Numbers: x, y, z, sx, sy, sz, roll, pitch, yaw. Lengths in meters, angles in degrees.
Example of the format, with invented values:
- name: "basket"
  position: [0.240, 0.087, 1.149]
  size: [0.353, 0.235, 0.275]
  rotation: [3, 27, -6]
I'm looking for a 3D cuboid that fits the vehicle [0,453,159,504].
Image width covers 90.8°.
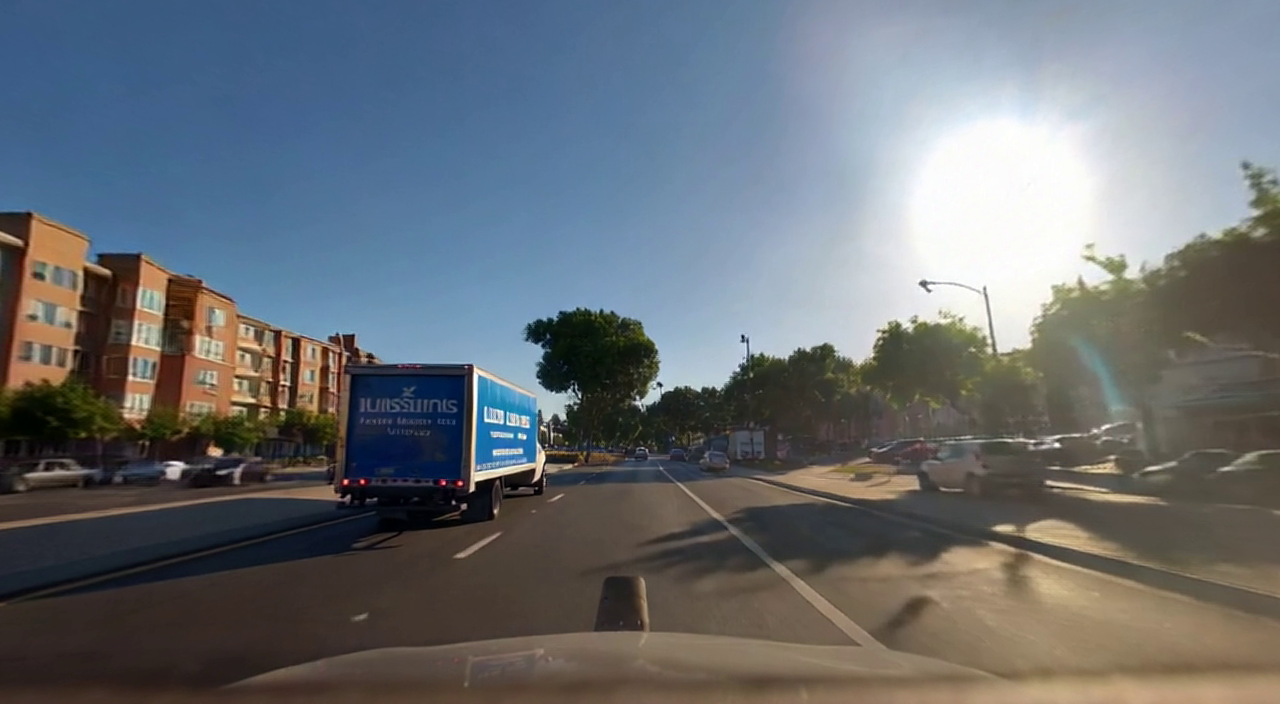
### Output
- name: "vehicle"
  position: [-19.835, 4.397, 22.421]
  size: [1.886, 1.553, 4.659]
  rotation: [0, -8, -1]

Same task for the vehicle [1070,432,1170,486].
- name: "vehicle"
  position: [16.435, 3.624, 21.562]
  size: [4.218, 1.622, 1.930]
  rotation: [9, -12, -43]

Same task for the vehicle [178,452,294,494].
- name: "vehicle"
  position: [-16.266, 4.837, 25.764]
  size: [1.822, 1.479, 4.578]
  rotation: [0, -8, -3]

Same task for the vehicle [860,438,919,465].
- name: "vehicle"
  position: [16.917, 6.734, 42.734]
  size: [4.333, 1.698, 1.959]
  rotation: [8, -11, -43]

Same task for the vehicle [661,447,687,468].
- name: "vehicle"
  position: [2.600, 8.090, 48.651]
  size: [1.878, 1.534, 4.120]
  rotation: [-1, -8, 2]

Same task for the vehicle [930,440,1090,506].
- name: "vehicle"
  position: [9.229, 3.019, 16.160]
  size: [1.850, 1.477, 3.520]
  rotation: [0, -9, -2]

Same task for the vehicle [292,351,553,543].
- name: "vehicle"
  position: [-3.907, 2.018, 13.712]
  size: [2.763, 2.974, 7.562]
  rotation: [-1, -8, 2]

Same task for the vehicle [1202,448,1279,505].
- name: "vehicle"
  position: [16.297, 3.225, 16.727]
  size: [1.519, 1.364, 3.372]
  rotation: [-6, -10, 33]

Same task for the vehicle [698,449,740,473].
- name: "vehicle"
  position: [5.032, 7.013, 41.003]
  size: [2.127, 1.439, 5.034]
  rotation: [0, -8, 1]
